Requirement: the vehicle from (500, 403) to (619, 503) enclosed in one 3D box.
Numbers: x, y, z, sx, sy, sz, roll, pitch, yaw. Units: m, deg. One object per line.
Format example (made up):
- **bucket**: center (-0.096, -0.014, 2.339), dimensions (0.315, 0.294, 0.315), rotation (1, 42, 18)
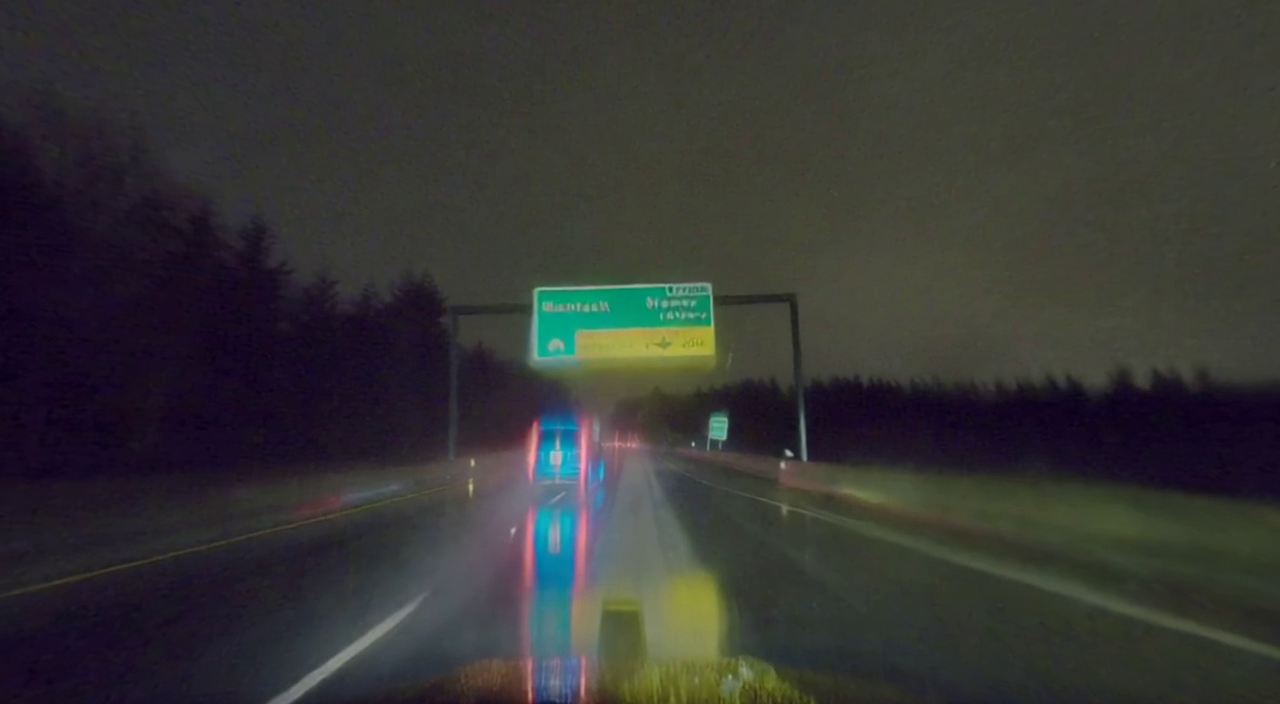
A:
- **vehicle**: center (-1.827, 2.534, 16.160), dimensions (2.248, 2.154, 4.892), rotation (0, -8, 2)
